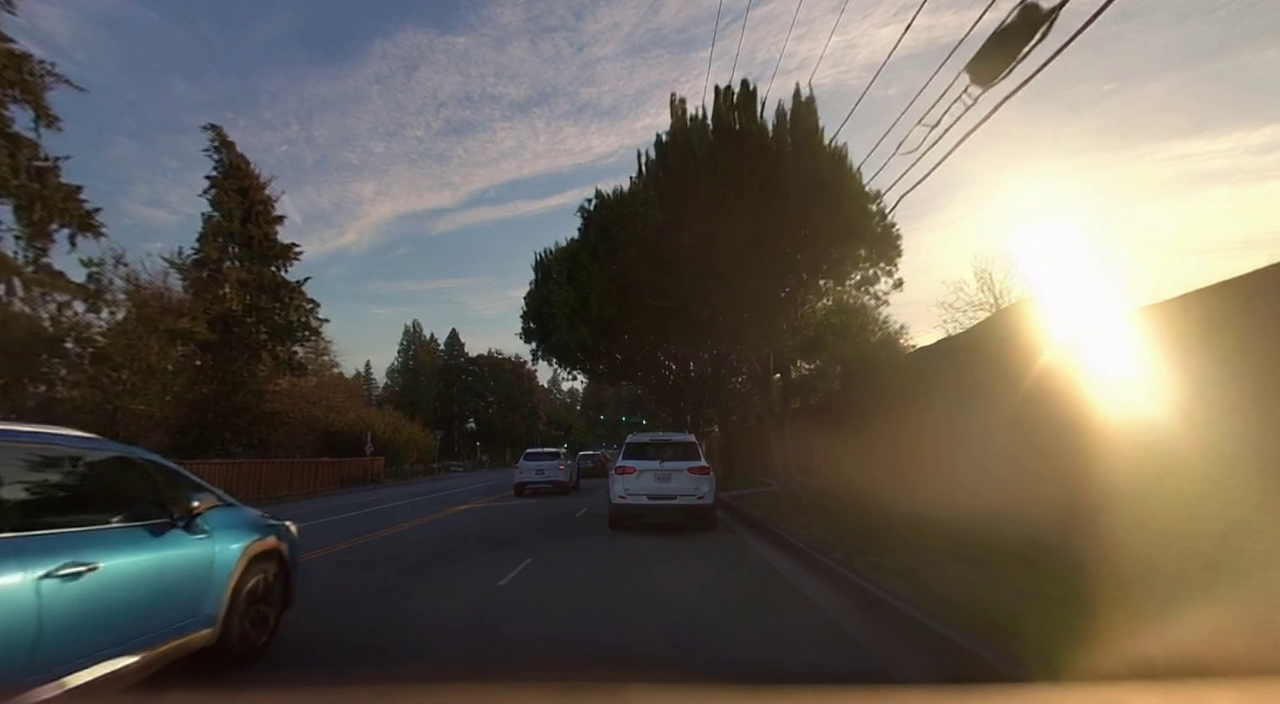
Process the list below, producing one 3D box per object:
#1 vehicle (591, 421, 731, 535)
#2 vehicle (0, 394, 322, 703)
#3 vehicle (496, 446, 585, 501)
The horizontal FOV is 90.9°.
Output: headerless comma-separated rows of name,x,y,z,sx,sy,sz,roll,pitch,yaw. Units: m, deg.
vehicle,0.351,2.277,11.949,2.174,1.749,4.113,0,-8,1
vehicle,-3.398,0.977,2.483,2.033,1.574,4.132,0,-8,1
vehicle,-2.920,3.645,19.408,1.979,1.489,4.006,0,-8,1
